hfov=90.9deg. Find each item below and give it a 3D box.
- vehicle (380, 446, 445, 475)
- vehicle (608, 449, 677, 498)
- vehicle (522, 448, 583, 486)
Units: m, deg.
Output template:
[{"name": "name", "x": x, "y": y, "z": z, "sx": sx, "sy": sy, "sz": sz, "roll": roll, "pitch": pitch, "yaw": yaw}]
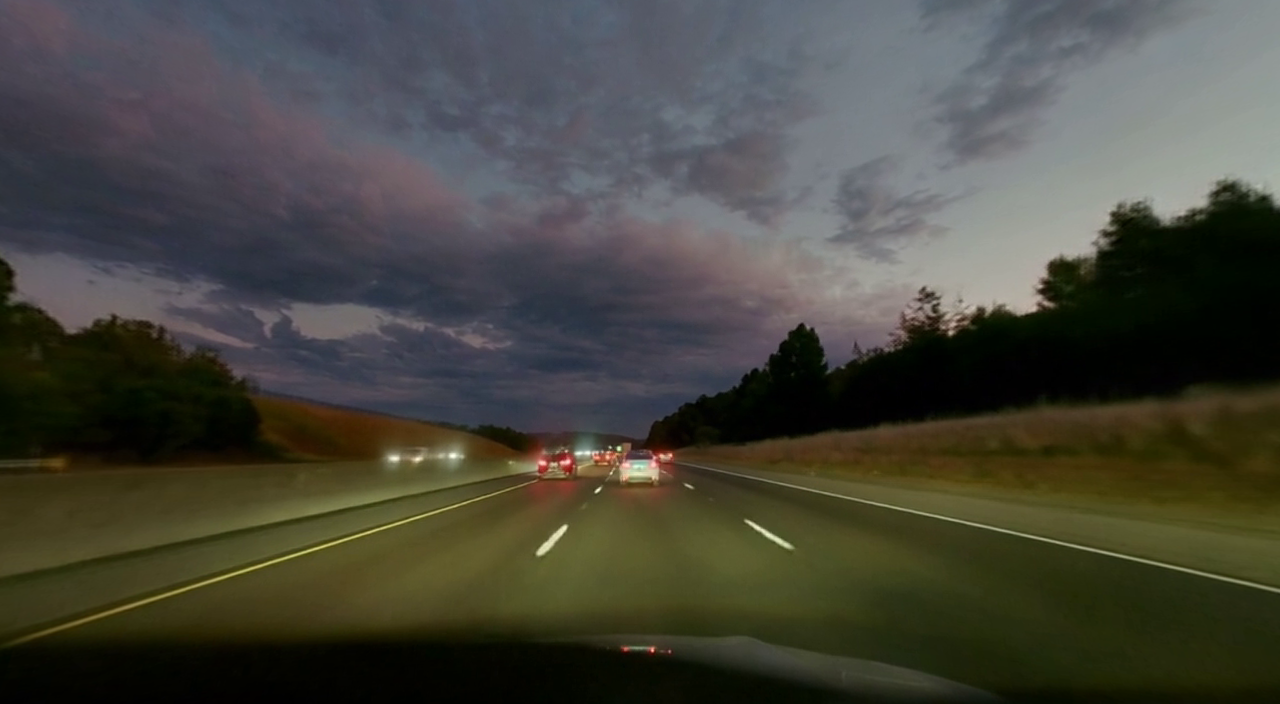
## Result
[{"name": "vehicle", "x": -12.287, "y": 5.884, "z": 34.323, "sx": 1.867, "sy": 1.457, "sz": 4.487, "roll": 0, "pitch": -9, "yaw": 0}, {"name": "vehicle", "x": 0.041, "y": 3.886, "z": 20.580, "sx": 2.023, "sy": 1.400, "sz": 4.028, "roll": 0, "pitch": -9, "yaw": -1}, {"name": "vehicle", "x": -3.888, "y": 5.180, "z": 28.779, "sx": 2.153, "sy": 1.581, "sz": 4.375, "roll": 0, "pitch": -9, "yaw": 0}]
